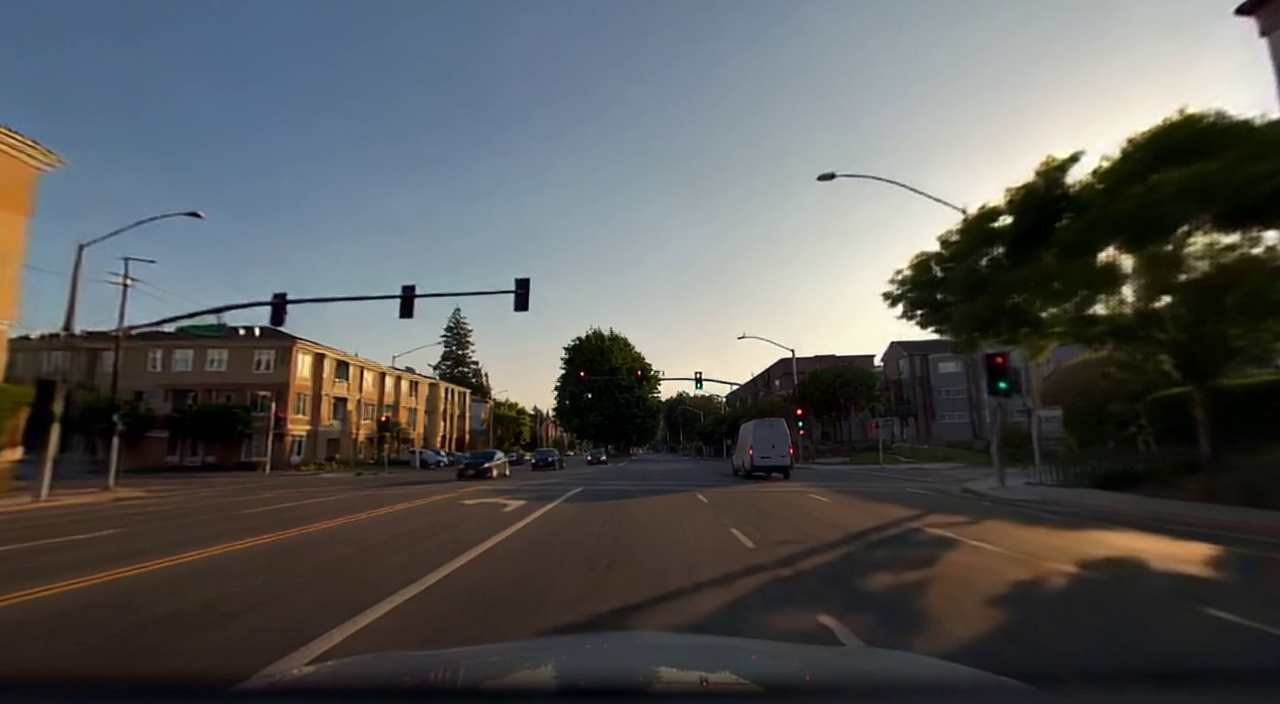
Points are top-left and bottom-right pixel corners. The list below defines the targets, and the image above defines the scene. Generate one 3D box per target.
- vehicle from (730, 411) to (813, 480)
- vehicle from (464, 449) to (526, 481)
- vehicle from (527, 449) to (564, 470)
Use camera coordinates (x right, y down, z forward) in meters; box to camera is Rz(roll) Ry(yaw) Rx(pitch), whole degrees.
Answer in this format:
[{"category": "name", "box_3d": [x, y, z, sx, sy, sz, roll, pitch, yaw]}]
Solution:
[{"category": "vehicle", "box_3d": [6.777, 5.004, 33.607, 2.802, 3.208, 7.459, 0, -9, 0]}, {"category": "vehicle", "box_3d": [-7.208, 5.652, 31.793, 1.986, 1.481, 4.602, 0, -9, 1]}, {"category": "vehicle", "box_3d": [-7.281, 8.331, 49.025, 1.991, 1.506, 4.659, 0, -9, 2]}]
